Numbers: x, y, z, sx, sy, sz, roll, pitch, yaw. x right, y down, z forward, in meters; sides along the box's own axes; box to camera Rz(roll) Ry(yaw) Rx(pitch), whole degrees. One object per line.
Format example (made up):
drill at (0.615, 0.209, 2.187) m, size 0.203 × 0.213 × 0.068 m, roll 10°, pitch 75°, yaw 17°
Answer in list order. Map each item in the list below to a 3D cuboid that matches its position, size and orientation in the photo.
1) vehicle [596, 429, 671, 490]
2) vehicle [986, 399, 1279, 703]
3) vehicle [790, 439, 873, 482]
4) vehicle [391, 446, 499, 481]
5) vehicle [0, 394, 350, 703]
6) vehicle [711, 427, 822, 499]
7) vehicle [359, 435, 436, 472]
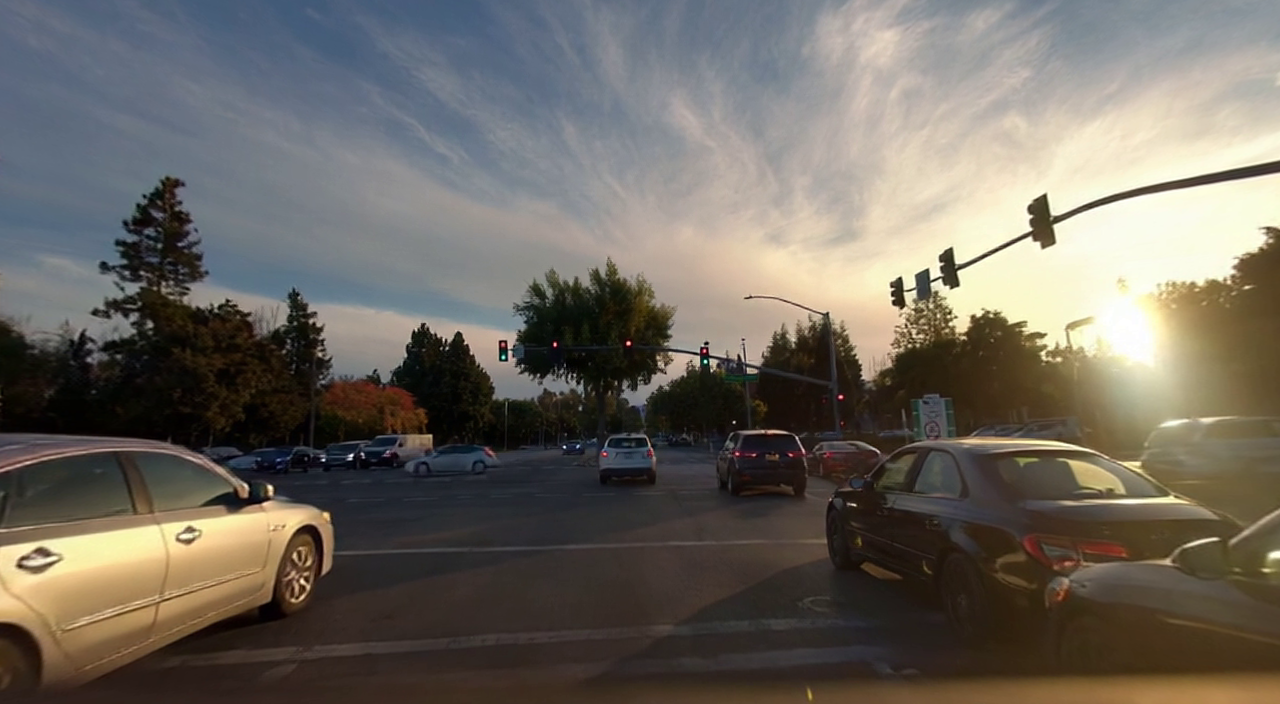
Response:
vehicle at (-0.173, 3.443, 20.470) m, size 2.215 × 1.749 × 3.976 m, roll 0°, pitch -8°, yaw 1°
vehicle at (3.088, 0.826, 1.637) m, size 1.960 × 1.460 × 4.233 m, roll 0°, pitch -8°, yaw 0°
vehicle at (6.813, 3.887, 22.882) m, size 1.847 × 1.432 × 4.039 m, roll 0°, pitch -8°, yaw 1°
vehicle at (-8.197, 4.708, 26.820) m, size 4.094 × 1.328 × 1.700 m, roll 0°, pitch -8°, yaw -5°
vehicle at (-3.564, 1.042, 3.345) m, size 1.941 × 1.492 × 4.399 m, roll 0°, pitch -8°, yaw 0°
vehicle at (3.278, 2.972, 17.281) m, size 2.097 × 1.707 × 4.461 m, roll 0°, pitch -8°, yaw 0°
vehicle at (-13.971, 5.868, 36.699) m, size 2.196 × 1.961 × 5.359 m, roll 0°, pitch -8°, yaw 2°
